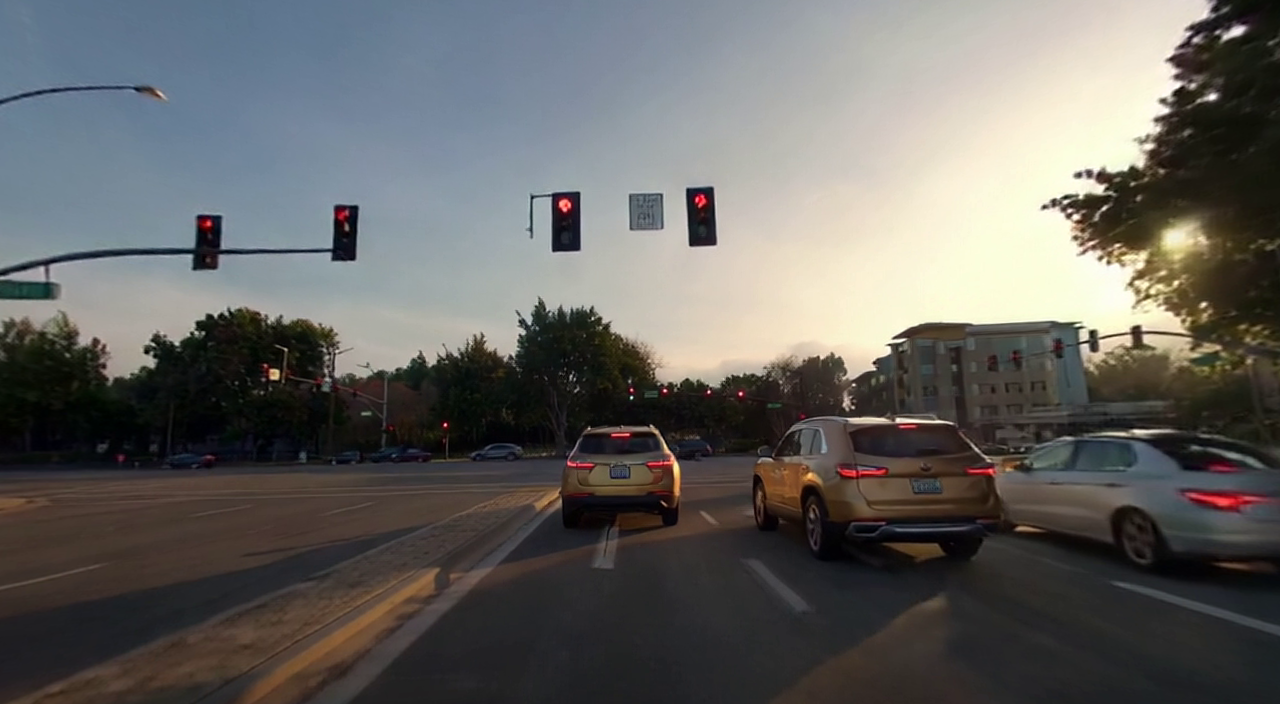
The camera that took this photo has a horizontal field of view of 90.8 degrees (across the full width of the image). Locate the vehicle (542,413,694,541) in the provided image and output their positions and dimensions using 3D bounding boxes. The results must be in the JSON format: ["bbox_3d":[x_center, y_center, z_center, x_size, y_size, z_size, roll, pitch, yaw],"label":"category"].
[{"bbox_3d":[-0.342,1.996,10.650,2.039,1.698,4.144,0,-8,-1],"label":"vehicle"}]

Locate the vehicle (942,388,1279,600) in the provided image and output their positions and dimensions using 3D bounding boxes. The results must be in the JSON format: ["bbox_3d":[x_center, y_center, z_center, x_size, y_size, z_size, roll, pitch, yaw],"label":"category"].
[{"bbox_3d":[6.095,1.548,7.863,2.049,1.743,5.146,0,-8,-1],"label":"vehicle"}]

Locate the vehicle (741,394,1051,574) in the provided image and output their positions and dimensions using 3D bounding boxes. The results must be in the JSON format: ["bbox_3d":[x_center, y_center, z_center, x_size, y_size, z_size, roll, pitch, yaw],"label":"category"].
[{"bbox_3d":[2.951,1.653,8.641,2.228,1.798,4.370,0,-9,-3],"label":"vehicle"}]

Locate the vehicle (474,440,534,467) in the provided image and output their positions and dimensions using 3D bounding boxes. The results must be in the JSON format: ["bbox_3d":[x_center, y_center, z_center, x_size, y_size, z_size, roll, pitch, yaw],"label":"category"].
[{"bbox_3d":[-9.191,6.822,42.550,2.188,1.712,4.318,7,-11,-38],"label":"vehicle"}]

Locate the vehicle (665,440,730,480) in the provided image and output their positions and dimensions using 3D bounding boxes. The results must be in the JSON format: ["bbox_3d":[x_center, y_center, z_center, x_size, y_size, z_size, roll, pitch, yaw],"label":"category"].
[{"bbox_3d":[2.208,4.312,25.597,1.900,1.459,4.260,1,-8,-5],"label":"vehicle"}]
